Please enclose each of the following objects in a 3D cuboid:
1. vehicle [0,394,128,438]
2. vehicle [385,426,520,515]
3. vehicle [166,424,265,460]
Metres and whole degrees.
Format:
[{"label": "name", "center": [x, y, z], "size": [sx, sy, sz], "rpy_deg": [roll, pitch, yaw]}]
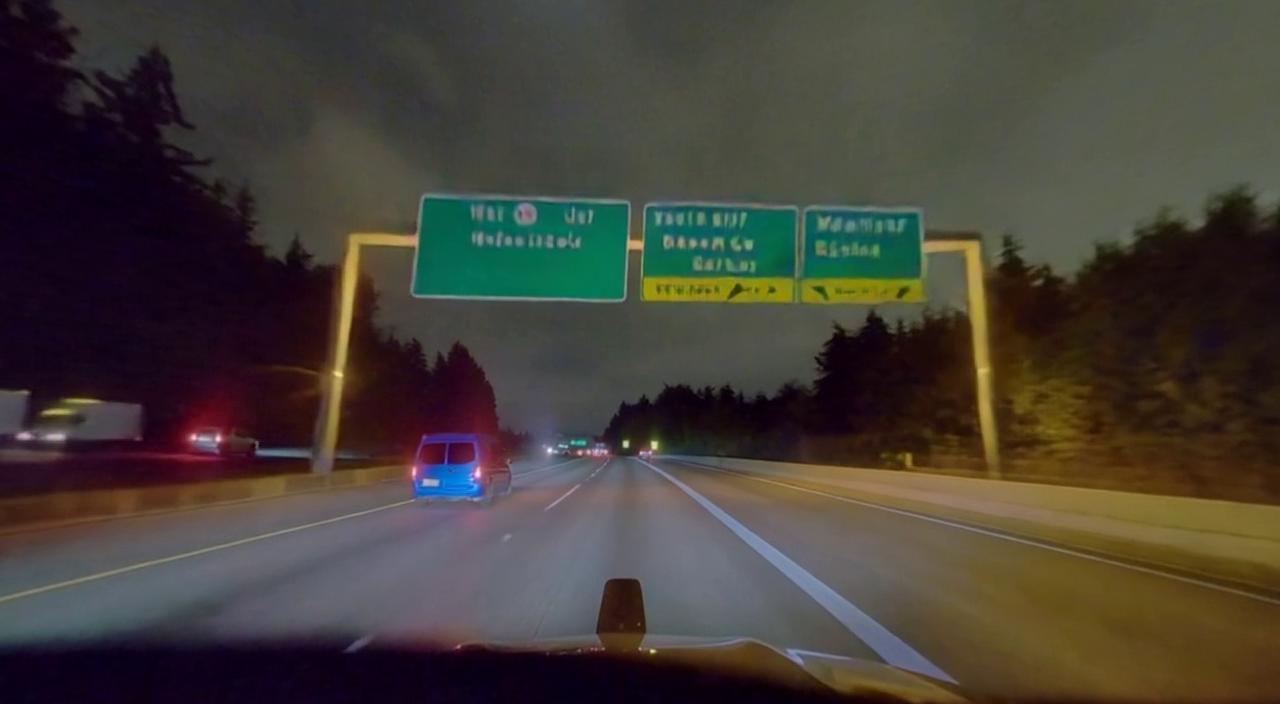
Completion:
[{"label": "vehicle", "center": [-37.219, 4.279, 41.071], "size": [2.464, 2.547, 6.178], "rpy_deg": [0, -9, -1]}, {"label": "vehicle", "center": [-4.224, 2.742, 15.024], "size": [1.971, 1.795, 4.389], "rpy_deg": [0, -9, -2]}, {"label": "vehicle", "center": [-18.925, 4.072, 28.288], "size": [1.879, 1.492, 3.607], "rpy_deg": [0, -9, 0]}]
